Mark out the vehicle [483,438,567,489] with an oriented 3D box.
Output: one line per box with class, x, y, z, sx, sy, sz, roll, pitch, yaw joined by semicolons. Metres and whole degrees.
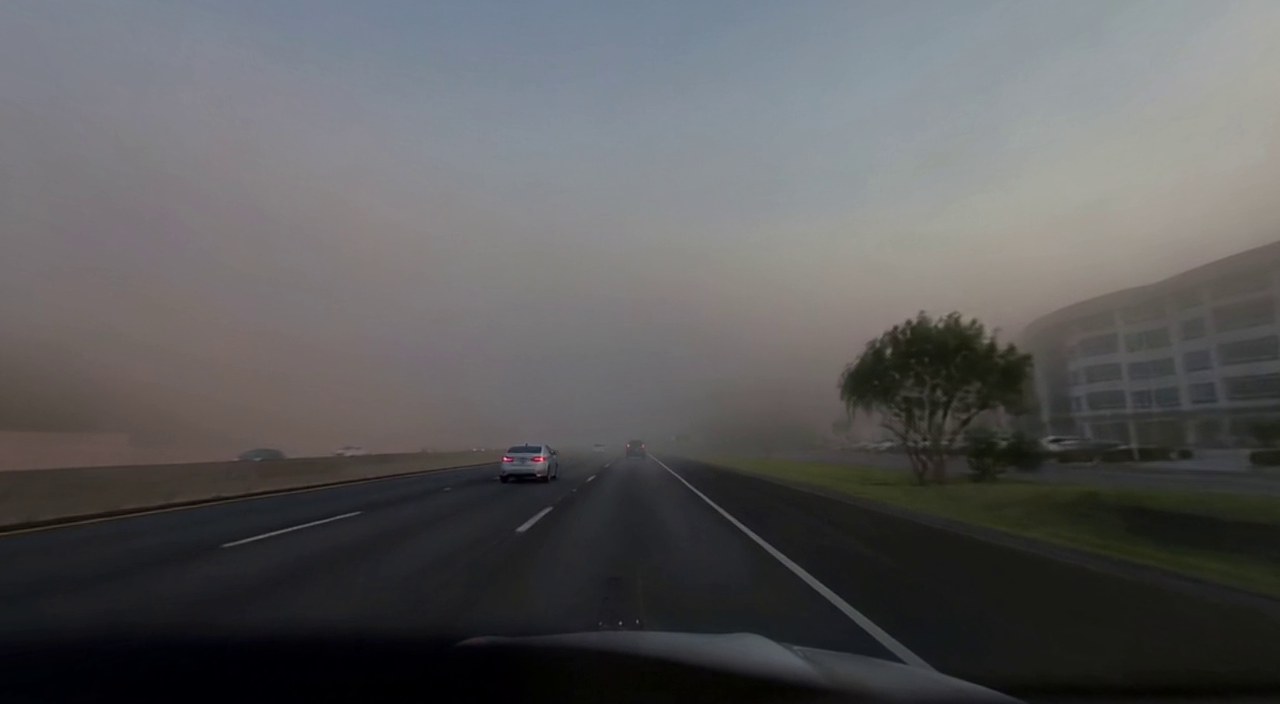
vehicle;-3.546;3.522;20.275;1.920;1.463;4.134;0;-9;0
